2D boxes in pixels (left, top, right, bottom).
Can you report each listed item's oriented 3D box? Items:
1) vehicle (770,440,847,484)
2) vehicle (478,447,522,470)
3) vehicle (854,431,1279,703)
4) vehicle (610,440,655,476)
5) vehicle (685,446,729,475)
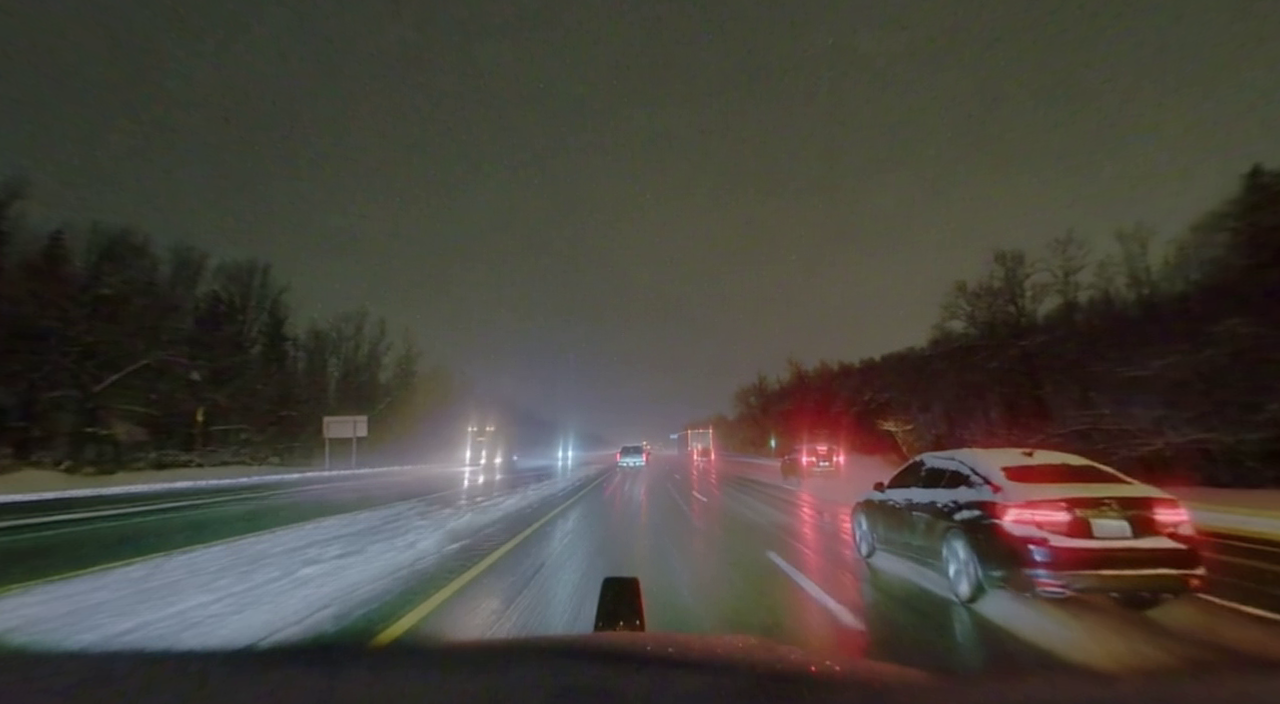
[{"bbox_3d":[6.890,4.545,26.257,1.975,1.650,4.257,1,-9,0],"label":"vehicle"},{"bbox_3d":[-10.193,7.753,46.085,1.965,1.542,4.905,0,-9,2],"label":"vehicle"},{"bbox_3d":[3.480,1.459,5.219,2.004,1.471,4.032,0,-9,0],"label":"vehicle"},{"bbox_3d":[-0.332,5.420,32.381,2.142,1.724,4.344,0,-9,1],"label":"vehicle"},{"bbox_3d":[3.753,6.132,35.875,2.047,1.540,4.294,0,-9,0],"label":"vehicle"}]
